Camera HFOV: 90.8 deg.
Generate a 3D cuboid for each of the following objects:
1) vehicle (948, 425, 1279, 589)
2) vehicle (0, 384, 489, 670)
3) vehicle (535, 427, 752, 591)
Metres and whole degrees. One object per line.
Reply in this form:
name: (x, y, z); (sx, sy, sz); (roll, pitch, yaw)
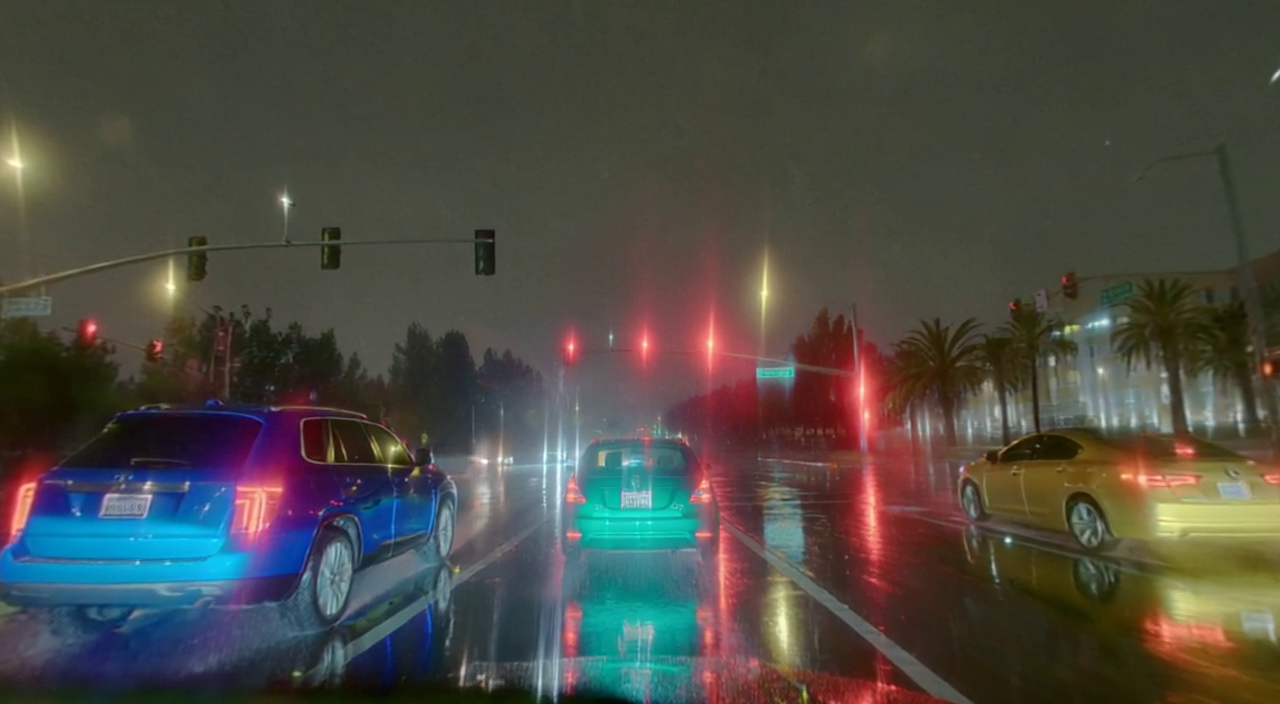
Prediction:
vehicle: (6.091, 1.758, 8.099); (1.970, 1.489, 4.482); (0, -8, -1)
vehicle: (-3.102, 1.366, 6.066); (2.051, 1.682, 4.467); (0, -8, 2)
vehicle: (0.001, 1.706, 7.714); (1.942, 1.445, 3.973); (0, -8, -1)
